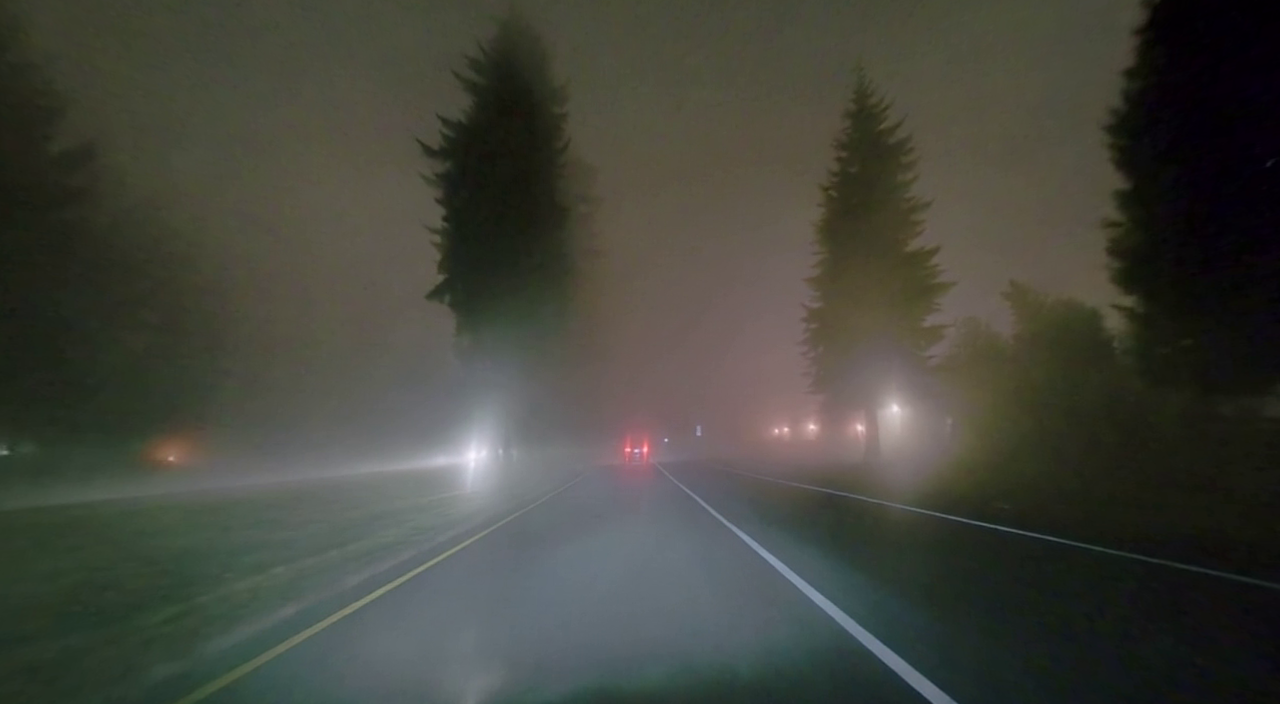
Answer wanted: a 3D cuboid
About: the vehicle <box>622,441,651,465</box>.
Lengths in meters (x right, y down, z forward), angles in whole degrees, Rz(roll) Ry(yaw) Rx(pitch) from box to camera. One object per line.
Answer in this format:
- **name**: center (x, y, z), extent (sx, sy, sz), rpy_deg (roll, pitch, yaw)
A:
- **vehicle**: center (-0.268, 7.380, 46.372), extent (2.016, 1.665, 3.932), rpy_deg (0, -9, -1)
